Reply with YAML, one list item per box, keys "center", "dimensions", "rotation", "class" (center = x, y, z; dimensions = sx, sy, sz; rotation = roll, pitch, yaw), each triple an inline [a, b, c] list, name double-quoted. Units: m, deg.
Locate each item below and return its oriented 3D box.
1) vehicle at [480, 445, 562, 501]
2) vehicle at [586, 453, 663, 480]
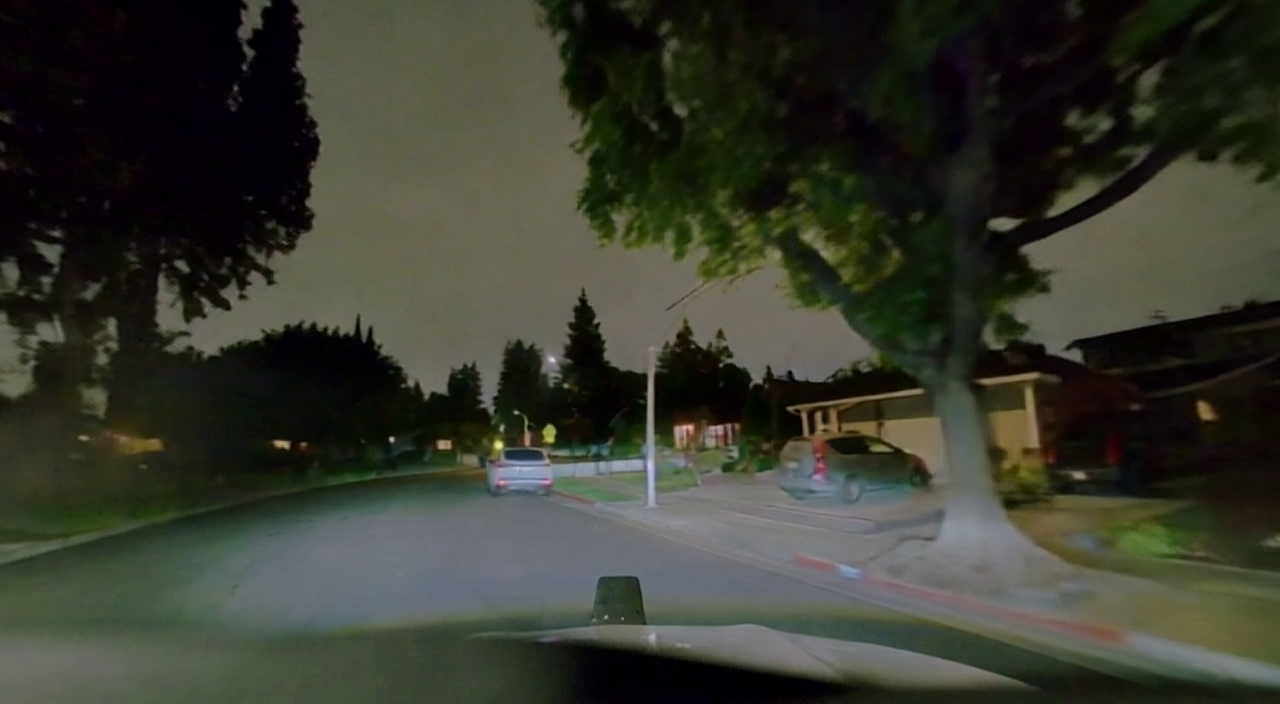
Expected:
- center: [-4.351, 4.200, 22.390]
  dimensions: [2.163, 1.760, 4.591]
  rotation: [3, -9, -19]
  class: "vehicle"
- center: [-0.960, 6.790, 37.280]
  dimensions: [4.457, 1.510, 1.762]
  rotation: [1, -8, -3]
  class: "vehicle"
